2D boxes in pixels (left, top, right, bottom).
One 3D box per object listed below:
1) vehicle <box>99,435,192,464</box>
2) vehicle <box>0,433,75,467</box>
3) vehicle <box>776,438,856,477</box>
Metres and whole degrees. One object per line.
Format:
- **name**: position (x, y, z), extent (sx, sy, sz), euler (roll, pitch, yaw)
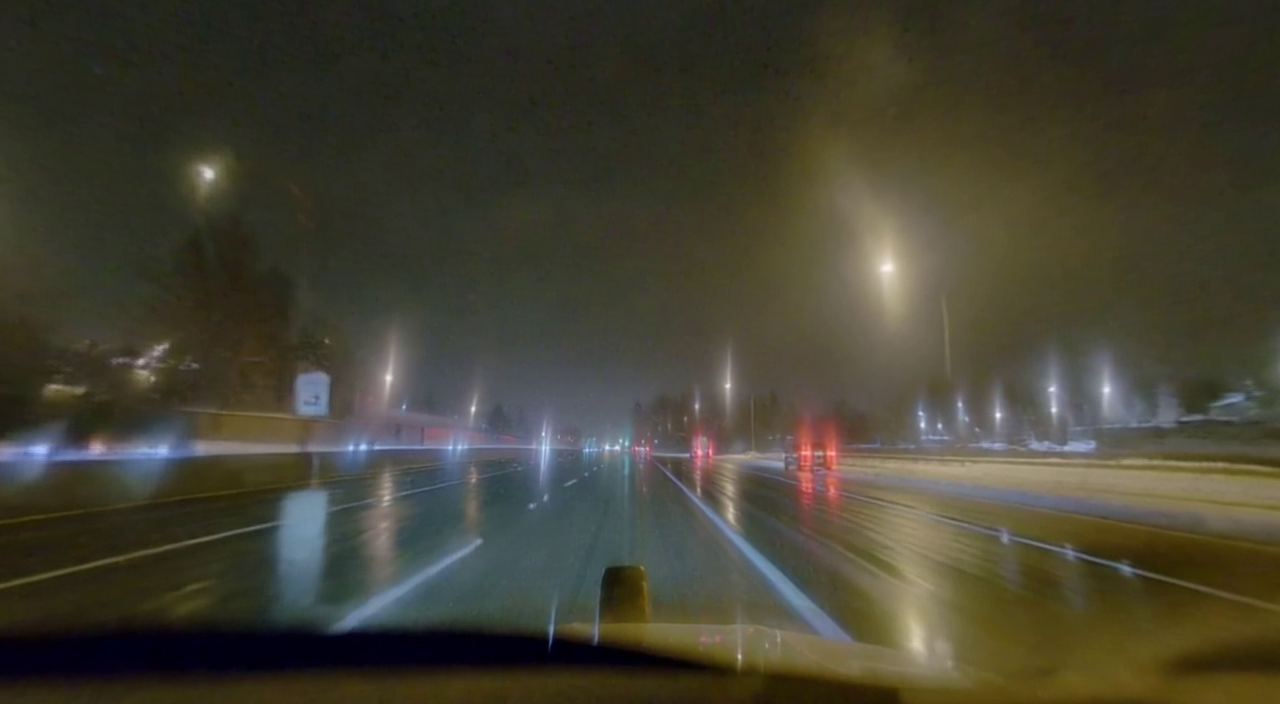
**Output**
- **vehicle**: position (-29.840, 5.891, 38.244), extent (1.953, 1.664, 4.513), euler (0, -8, 0)
- **vehicle**: position (-33.874, 5.317, 34.345), extent (2.000, 1.707, 4.481), euler (0, -8, -1)
- **vehicle**: position (7.560, 4.572, 27.603), extent (2.031, 1.524, 4.657), euler (1, -8, -2)
